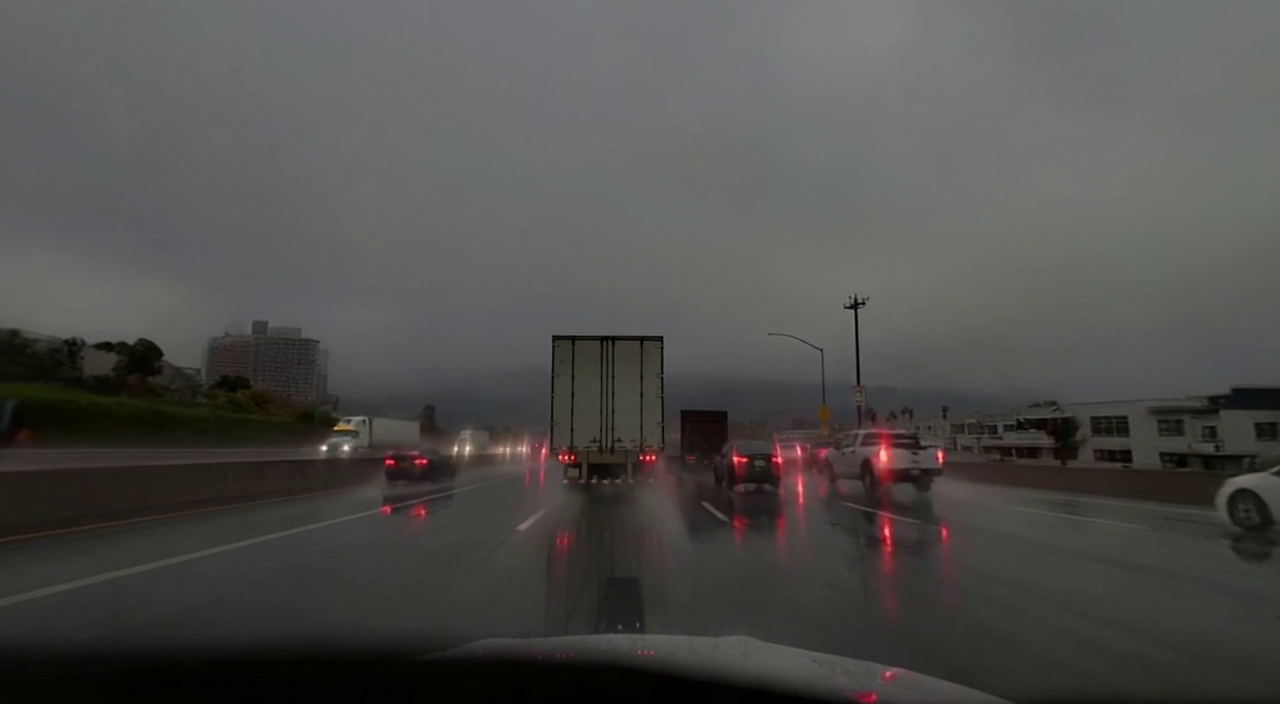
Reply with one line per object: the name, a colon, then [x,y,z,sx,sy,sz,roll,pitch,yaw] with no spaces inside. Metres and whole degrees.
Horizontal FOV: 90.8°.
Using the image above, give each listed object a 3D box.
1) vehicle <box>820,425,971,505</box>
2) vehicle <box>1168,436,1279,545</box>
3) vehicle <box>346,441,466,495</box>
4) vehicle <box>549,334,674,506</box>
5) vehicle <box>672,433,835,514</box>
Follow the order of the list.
vehicle: [6.792,3.060,17.456,2.070,1.888,4.546,0,-9,-2]
vehicle: [9.762,1.765,7.828,2.002,1.472,4.950,0,-9,-3]
vehicle: [-7.180,3.596,20.003,1.973,1.471,4.779,0,-9,0]
vehicle: [-0.697,2.377,20.243,2.906,4.040,10.743,0,-9,0]
vehicle: [3.113,4.068,22.684,2.869,1.940,14.755,0,-9,-1]
